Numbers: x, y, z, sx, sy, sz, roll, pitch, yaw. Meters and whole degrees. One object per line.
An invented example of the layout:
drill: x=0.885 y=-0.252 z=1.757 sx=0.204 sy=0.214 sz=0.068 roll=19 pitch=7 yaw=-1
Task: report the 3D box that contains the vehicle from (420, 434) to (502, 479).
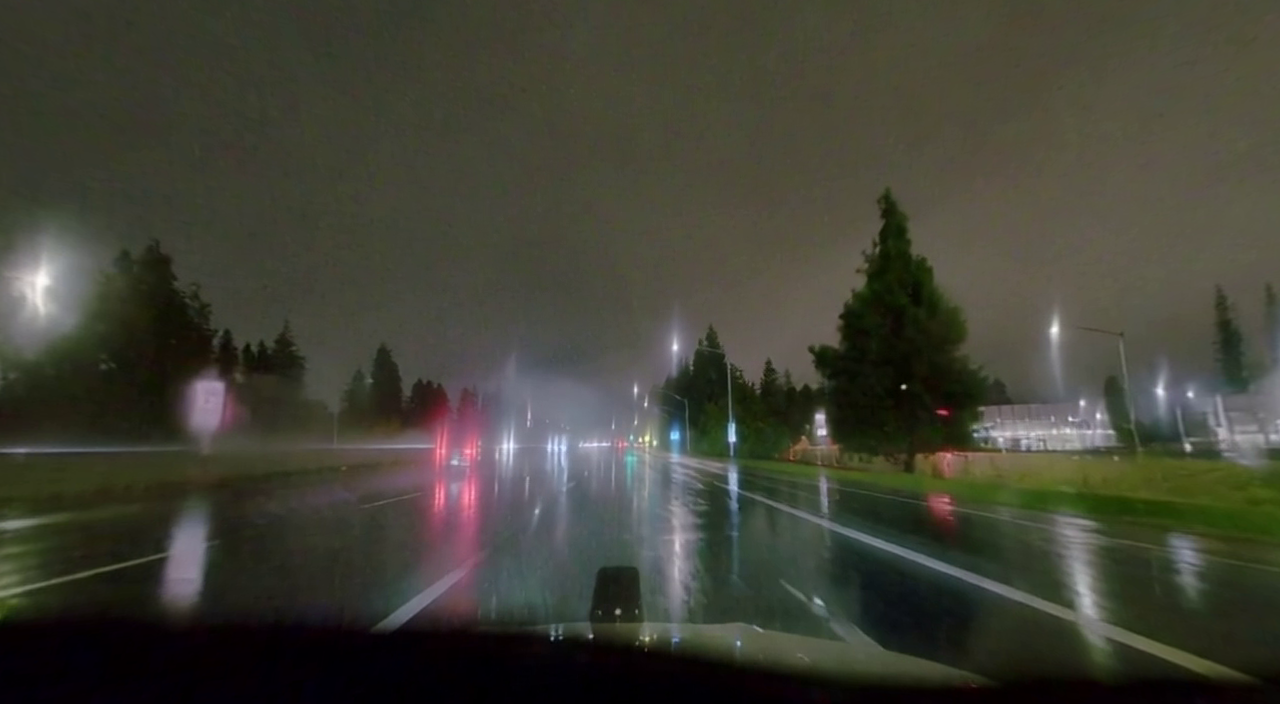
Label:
vehicle: x=-7.664 y=4.519 z=27.637 sx=2.231 sy=1.807 sz=4.758 roll=0 pitch=-8 yaw=0
